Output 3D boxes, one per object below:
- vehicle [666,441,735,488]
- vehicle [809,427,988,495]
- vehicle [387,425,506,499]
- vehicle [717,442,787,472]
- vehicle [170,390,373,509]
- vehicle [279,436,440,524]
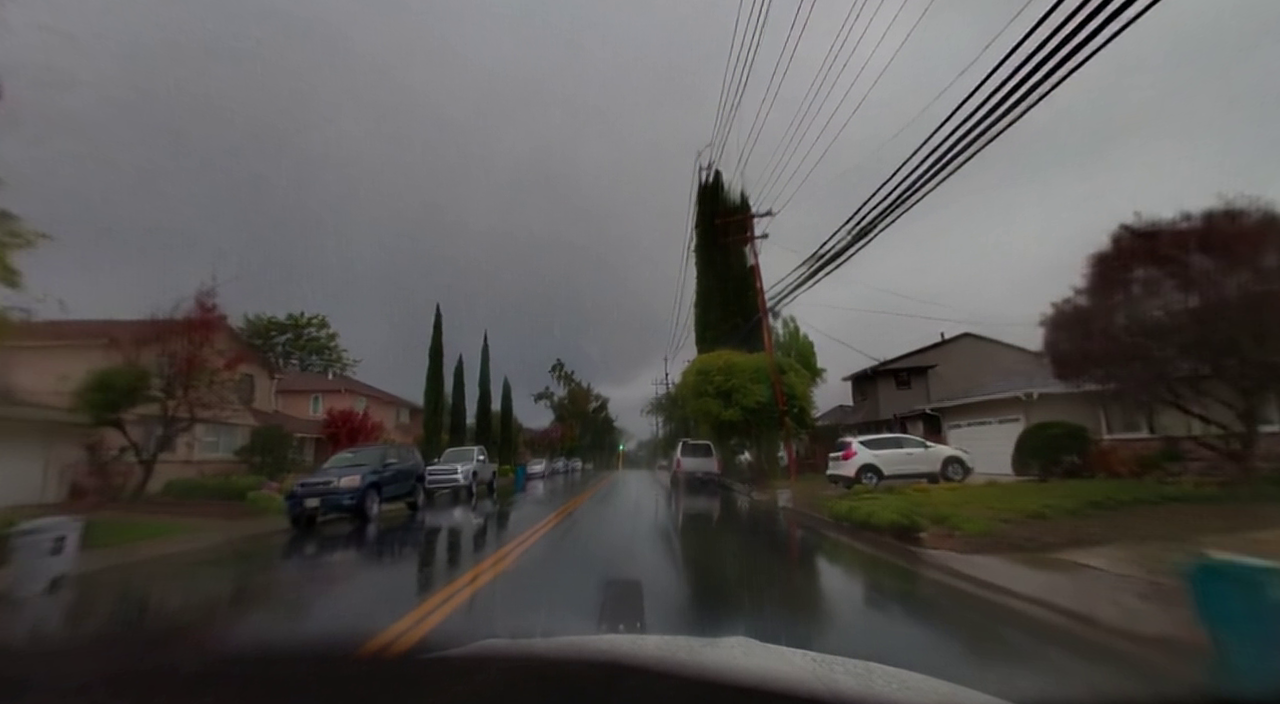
[{"bbox_3d":[2.645,5.090,28.976,2.203,1.952,5.111,1,-9,-5],"label":"vehicle"},{"bbox_3d":[7.846,3.410,19.512,4.489,1.812,2.056,-1,-14,-5],"label":"vehicle"},{"bbox_3d":[-6.712,4.079,22.844,2.269,2.229,6.042,-2,-12,1],"label":"vehicle"},{"bbox_3d":[7.824,7.414,44.473,4.421,1.836,1.956,-2,-13,-1],"label":"vehicle"},{"bbox_3d":[-11.769,3.266,21.351,2.781,3.221,7.995,1,-9,-7],"label":"vehicle"},{"bbox_3d":[-6.754,3.235,15.880,2.046,1.777,4.473,-2,-12,-1],"label":"vehicle"}]
